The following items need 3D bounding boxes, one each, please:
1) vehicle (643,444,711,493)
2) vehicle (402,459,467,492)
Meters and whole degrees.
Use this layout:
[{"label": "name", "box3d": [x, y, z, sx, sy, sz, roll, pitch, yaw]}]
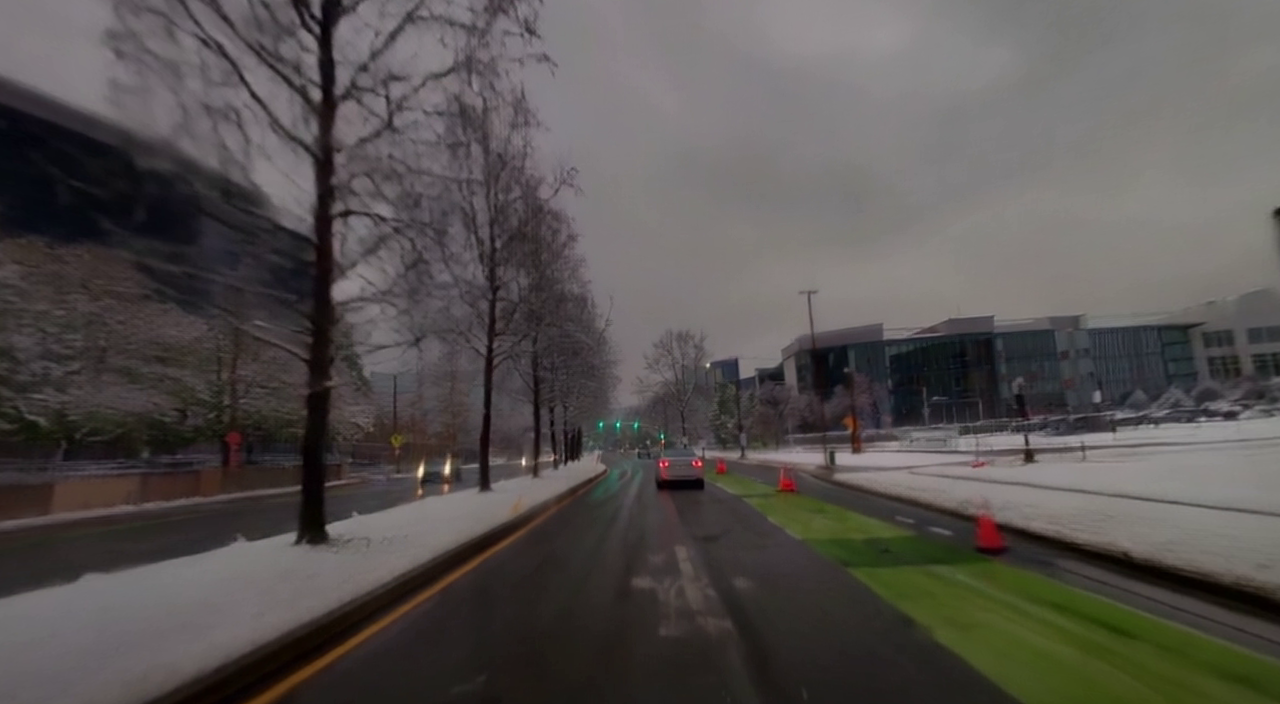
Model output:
[{"label": "vehicle", "box3d": [1.170, 4.009, 22.086, 2.114, 1.493, 4.430, 0, -9, 0]}, {"label": "vehicle", "box3d": [-10.427, 6.284, 32.460, 2.010, 1.487, 4.427, 0, -9, -2]}]
